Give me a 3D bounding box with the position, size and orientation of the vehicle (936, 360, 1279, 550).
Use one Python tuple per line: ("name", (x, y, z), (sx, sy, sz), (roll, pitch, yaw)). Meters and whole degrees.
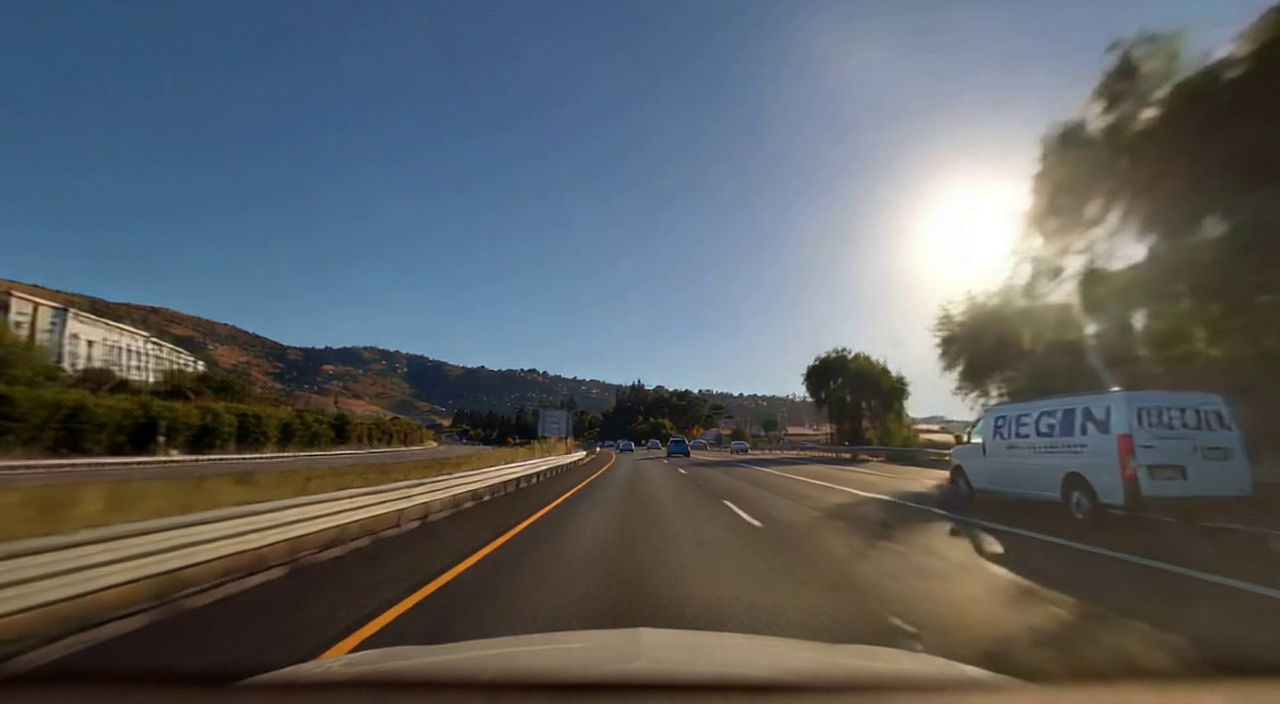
("vehicle", (7.061, 1.509, 9.679), (2.275, 2.059, 5.543), (0, -8, 0))
